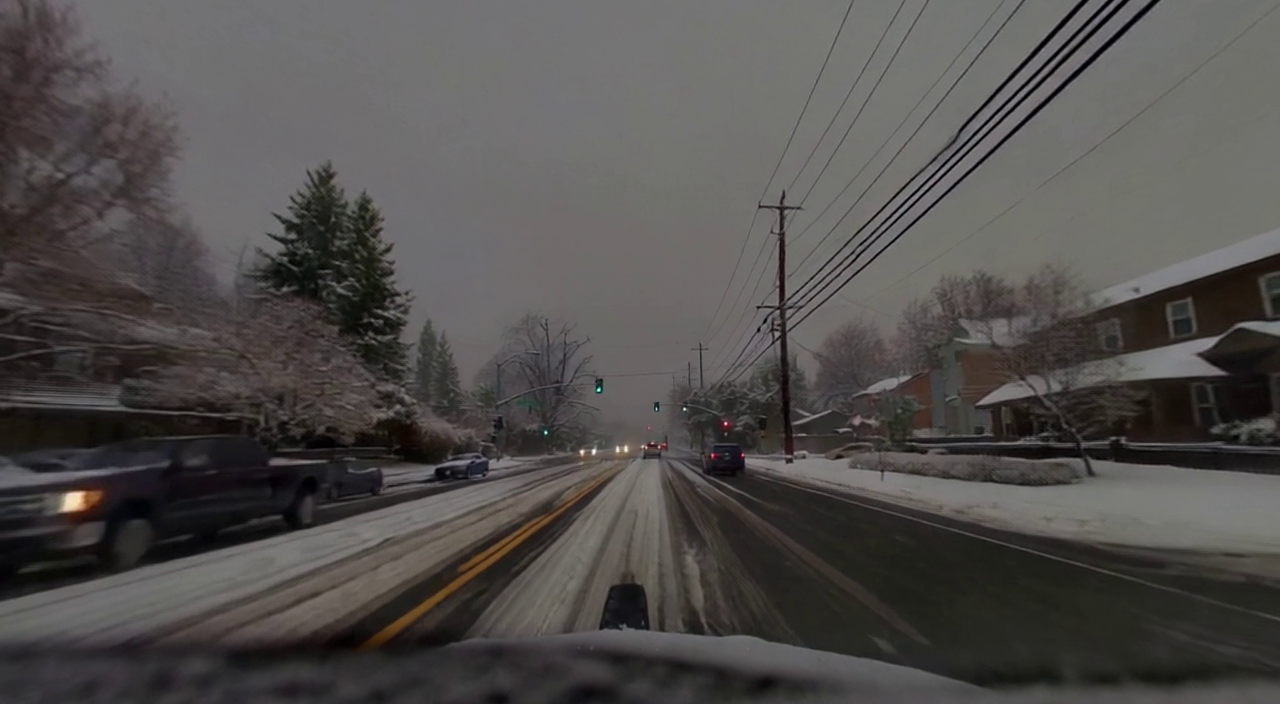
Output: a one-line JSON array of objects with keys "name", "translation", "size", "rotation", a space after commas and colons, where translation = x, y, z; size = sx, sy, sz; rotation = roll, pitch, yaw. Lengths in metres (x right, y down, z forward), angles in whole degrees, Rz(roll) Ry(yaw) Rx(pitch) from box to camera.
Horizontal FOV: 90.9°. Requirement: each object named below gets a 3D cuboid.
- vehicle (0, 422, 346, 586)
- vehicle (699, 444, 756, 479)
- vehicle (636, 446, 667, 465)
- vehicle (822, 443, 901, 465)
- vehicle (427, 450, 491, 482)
[{"name": "vehicle", "translation": [-7.065, 2.080, 9.730], "size": [2.303, 1.789, 5.423], "rotation": [0, -8, 2]}, {"name": "vehicle", "translation": [3.978, 5.043, 29.380], "size": [1.951, 1.479, 4.487], "rotation": [0, -8, 0]}, {"name": "vehicle", "translation": [0.887, 7.981, 48.766], "size": [2.298, 1.359, 4.081], "rotation": [0, -8, 1]}, {"name": "vehicle", "translation": [15.481, 7.142, 44.168], "size": [4.838, 1.474, 1.873], "rotation": [1, -8, -5]}, {"name": "vehicle", "translation": [-9.678, 6.119, 34.115], "size": [2.032, 1.452, 4.656], "rotation": [-2, -7, 1]}]
